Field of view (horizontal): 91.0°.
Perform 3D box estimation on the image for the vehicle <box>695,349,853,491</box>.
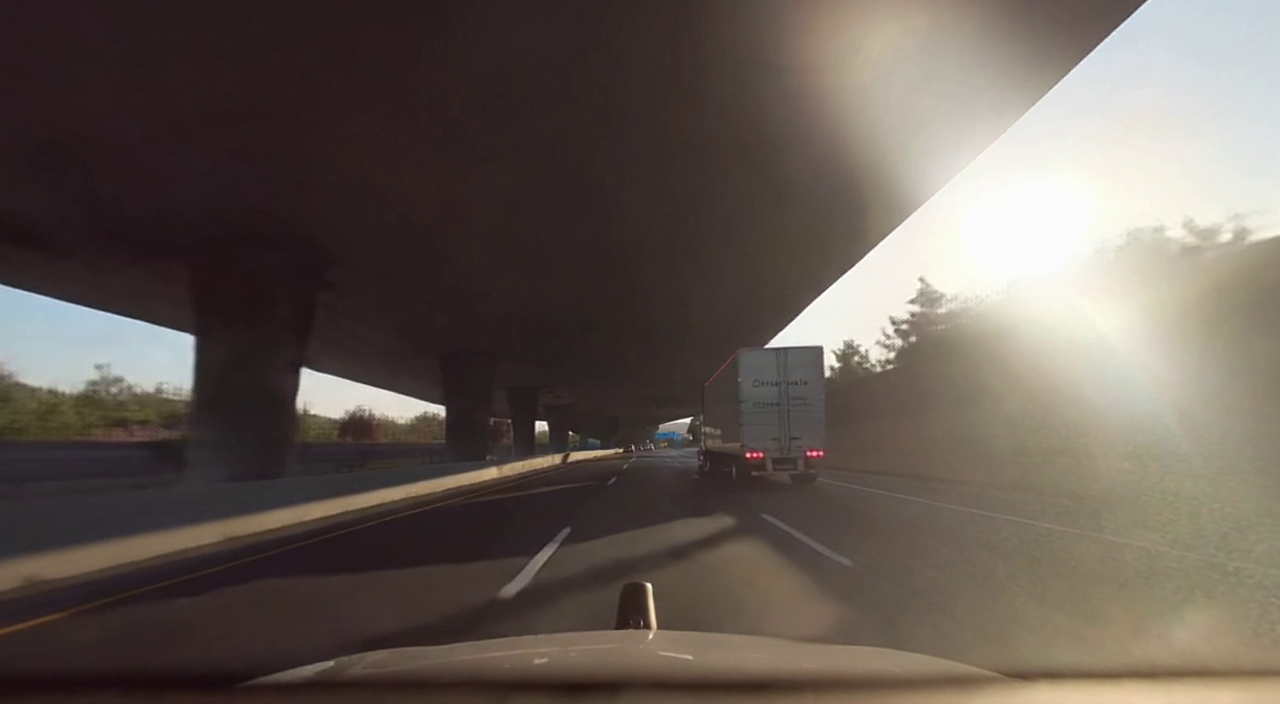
[{"bbox_3d":[4.603,3.057,26.176,3.187,4.197,15.004,0,-8,0],"label":"vehicle"}]
